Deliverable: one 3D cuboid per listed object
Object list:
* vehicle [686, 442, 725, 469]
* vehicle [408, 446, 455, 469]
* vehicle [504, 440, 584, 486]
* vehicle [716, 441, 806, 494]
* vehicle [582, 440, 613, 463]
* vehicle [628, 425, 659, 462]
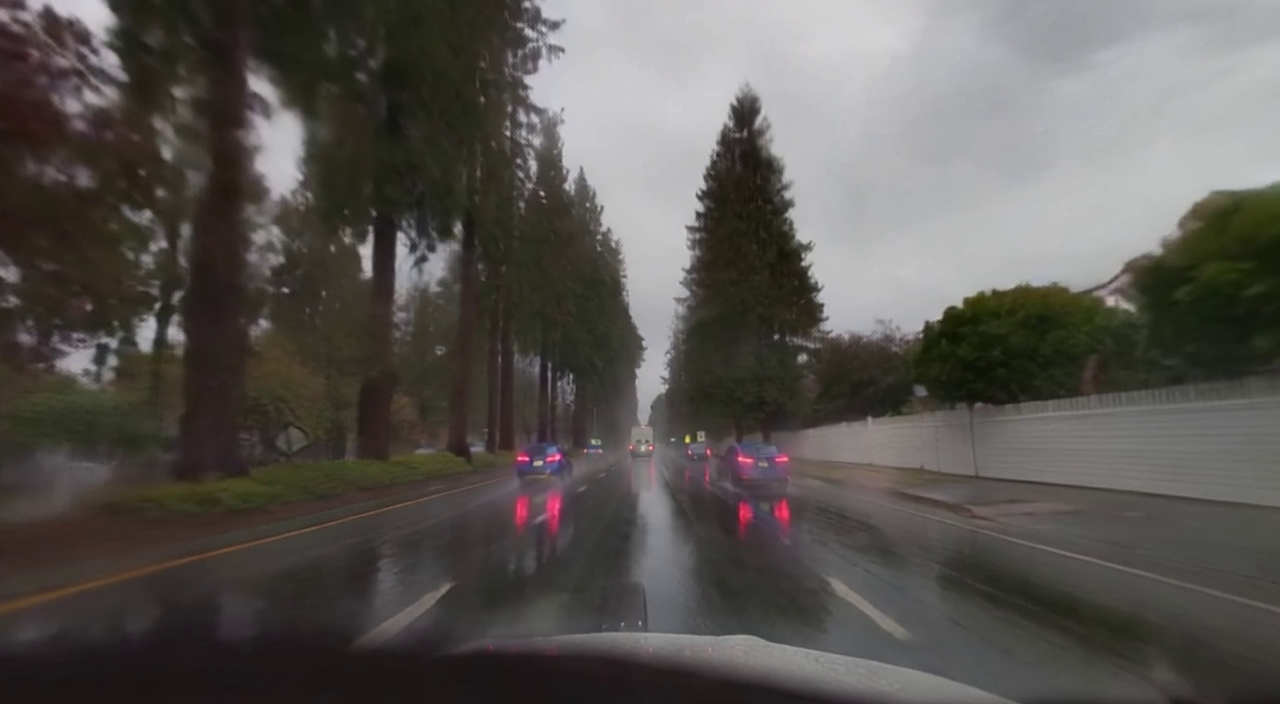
[{"bbox_3d":[4.028,6.404,38.981,1.905,1.520,4.340,1,-8,-1],"label":"vehicle"},{"bbox_3d":[-13.979,7.084,42.347,1.822,1.461,3.778,0,-8,0],"label":"vehicle"},{"bbox_3d":[-3.311,3.930,22.606,2.036,1.474,4.647,0,-8,2],"label":"vehicle"},{"bbox_3d":[3.615,3.520,19.575,1.945,1.469,4.258,0,-8,0],"label":"vehicle"},{"bbox_3d":[-3.251,7.720,48.981,2.021,1.715,4.329,0,-8,1],"label":"vehicle"},{"bbox_3d":[0.328,7.210,49.285,2.311,2.726,5.814,0,-8,1],"label":"vehicle"}]
